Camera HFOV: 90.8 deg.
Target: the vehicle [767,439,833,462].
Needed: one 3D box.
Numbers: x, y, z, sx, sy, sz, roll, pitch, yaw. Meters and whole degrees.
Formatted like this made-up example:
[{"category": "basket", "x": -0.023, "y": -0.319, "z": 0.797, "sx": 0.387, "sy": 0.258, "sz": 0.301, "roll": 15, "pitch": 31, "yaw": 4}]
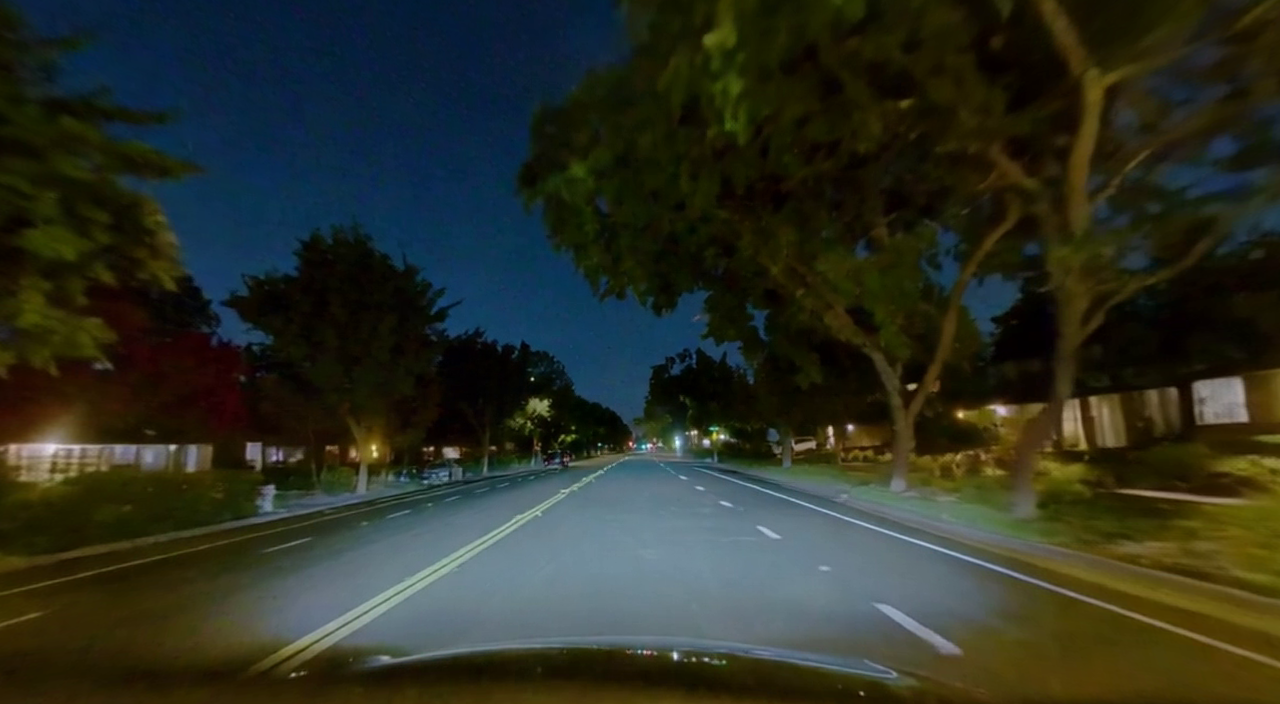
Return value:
[{"category": "vehicle", "x": 11.991, "y": 7.370, "z": 47.441, "sx": 4.392, "sy": 1.685, "sz": 1.959, "roll": 1, "pitch": -8, "yaw": -4}]
